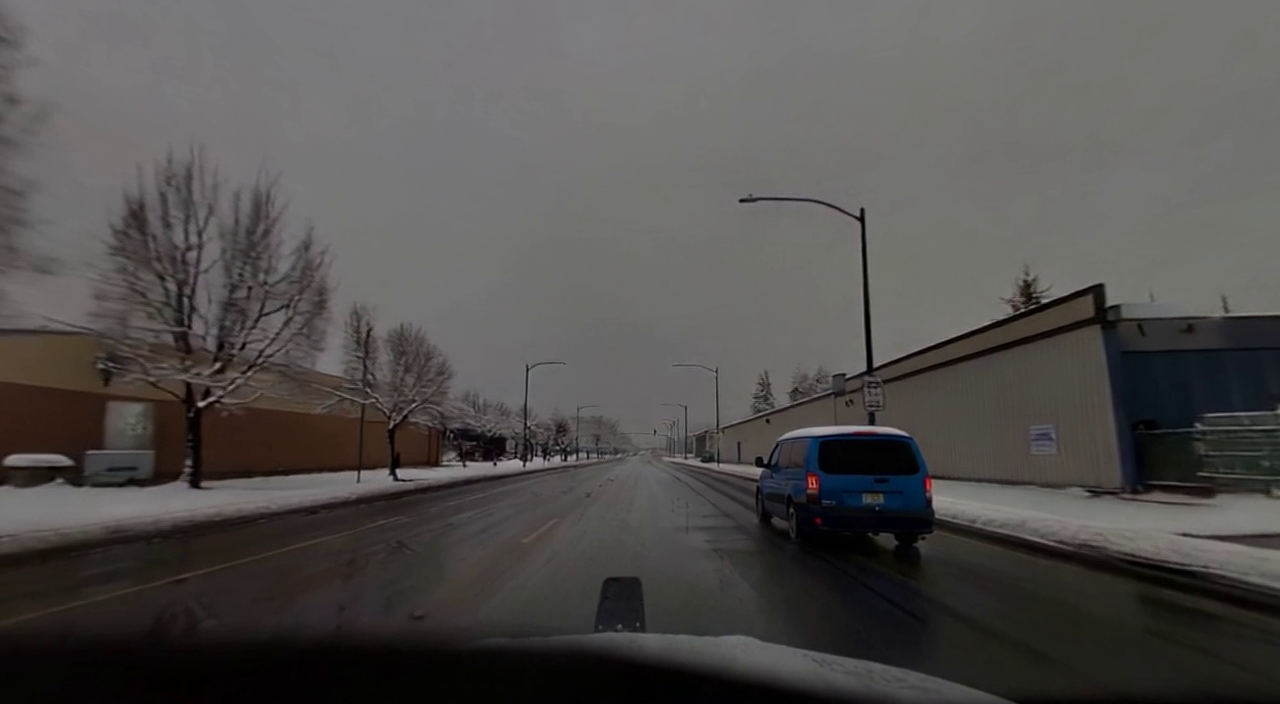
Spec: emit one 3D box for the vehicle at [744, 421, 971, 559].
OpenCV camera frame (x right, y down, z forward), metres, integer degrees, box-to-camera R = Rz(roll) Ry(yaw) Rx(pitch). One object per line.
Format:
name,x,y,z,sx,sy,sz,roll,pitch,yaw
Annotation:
vehicle,3.337,2.235,10.966,2.202,1.822,4.826,0,-9,0
